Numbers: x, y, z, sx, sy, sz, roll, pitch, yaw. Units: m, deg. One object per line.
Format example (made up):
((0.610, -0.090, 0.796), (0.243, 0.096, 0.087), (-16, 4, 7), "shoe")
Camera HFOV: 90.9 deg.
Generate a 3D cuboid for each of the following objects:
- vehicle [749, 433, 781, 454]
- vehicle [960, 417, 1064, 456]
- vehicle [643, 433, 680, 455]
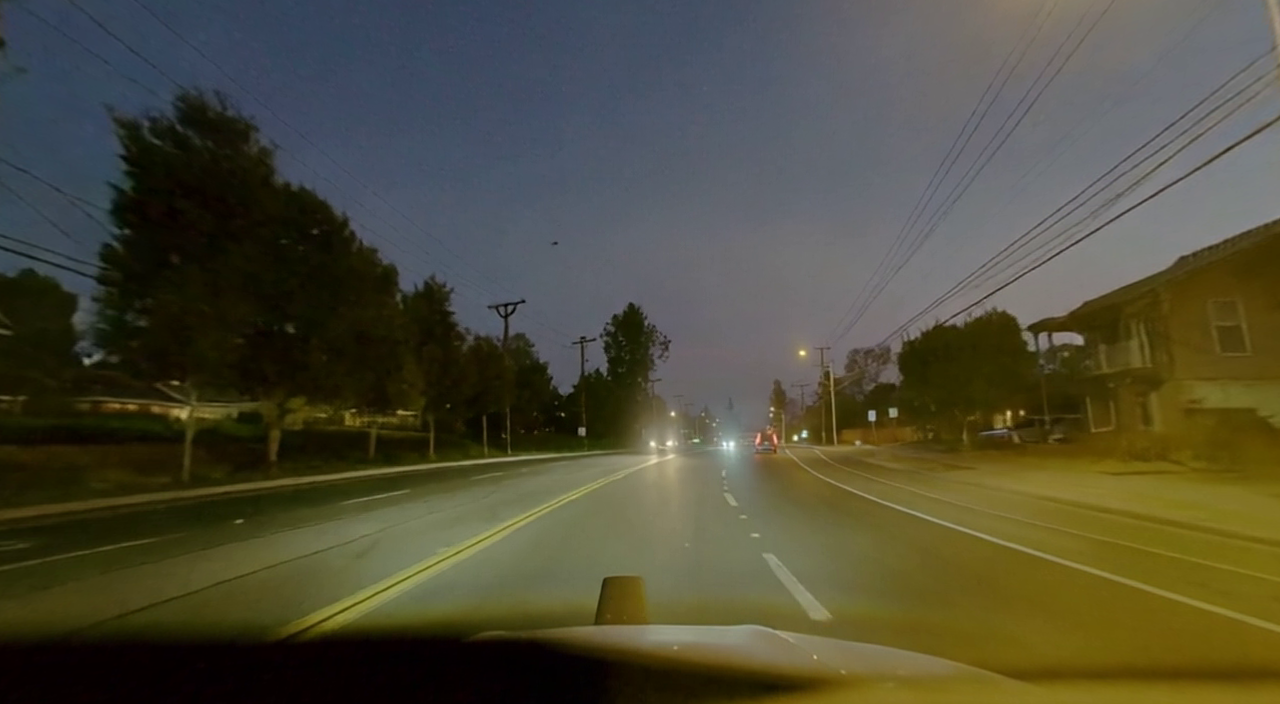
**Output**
((9.017, 6.640, 45.694), (1.982, 1.451, 4.152), (-1, -9, 7), "vehicle")
((20.826, 4.766, 35.350), (4.687, 1.805, 2.130), (-10, -12, 34), "vehicle")
((1.609, 6.635, 45.527), (1.974, 1.479, 4.392), (-2, -9, 12), "vehicle")
